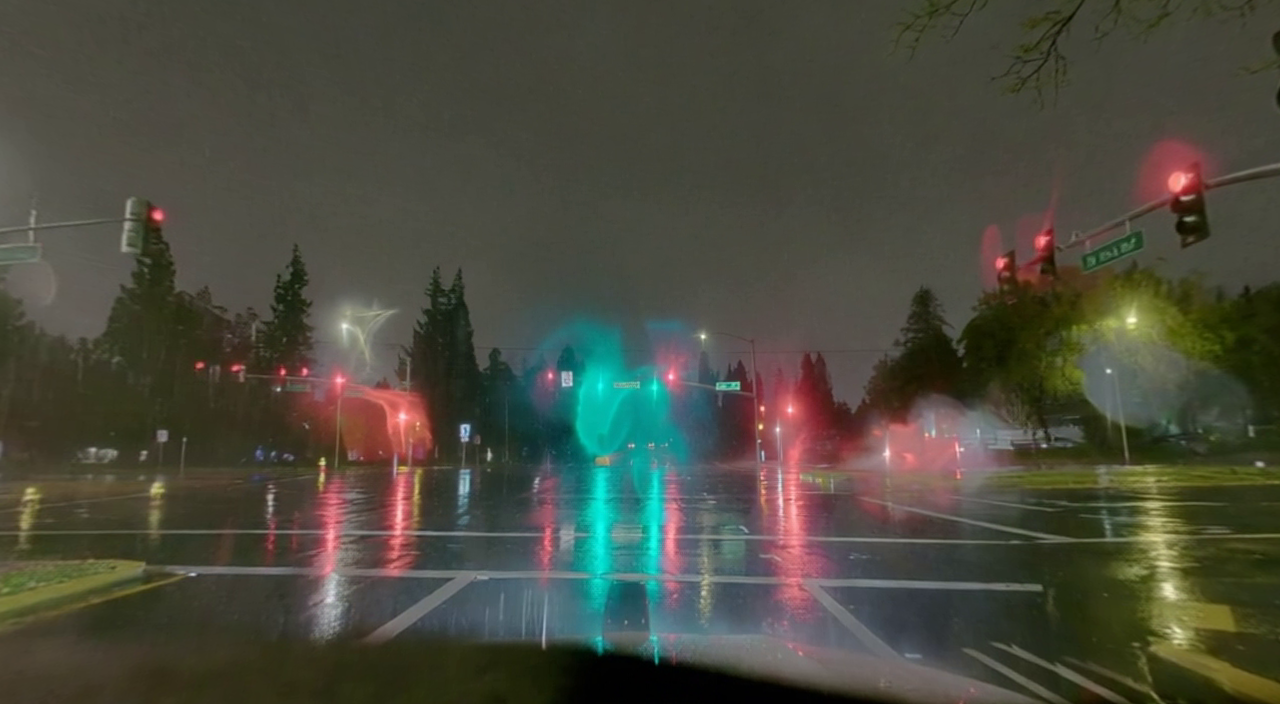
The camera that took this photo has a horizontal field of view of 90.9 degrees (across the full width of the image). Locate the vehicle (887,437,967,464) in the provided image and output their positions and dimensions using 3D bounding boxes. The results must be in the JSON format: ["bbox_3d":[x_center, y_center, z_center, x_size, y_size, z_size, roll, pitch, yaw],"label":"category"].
[{"bbox_3d":[16.115,5.560,35.567,3.952,1.468,1.768,-4,-9,22],"label":"vehicle"}]
